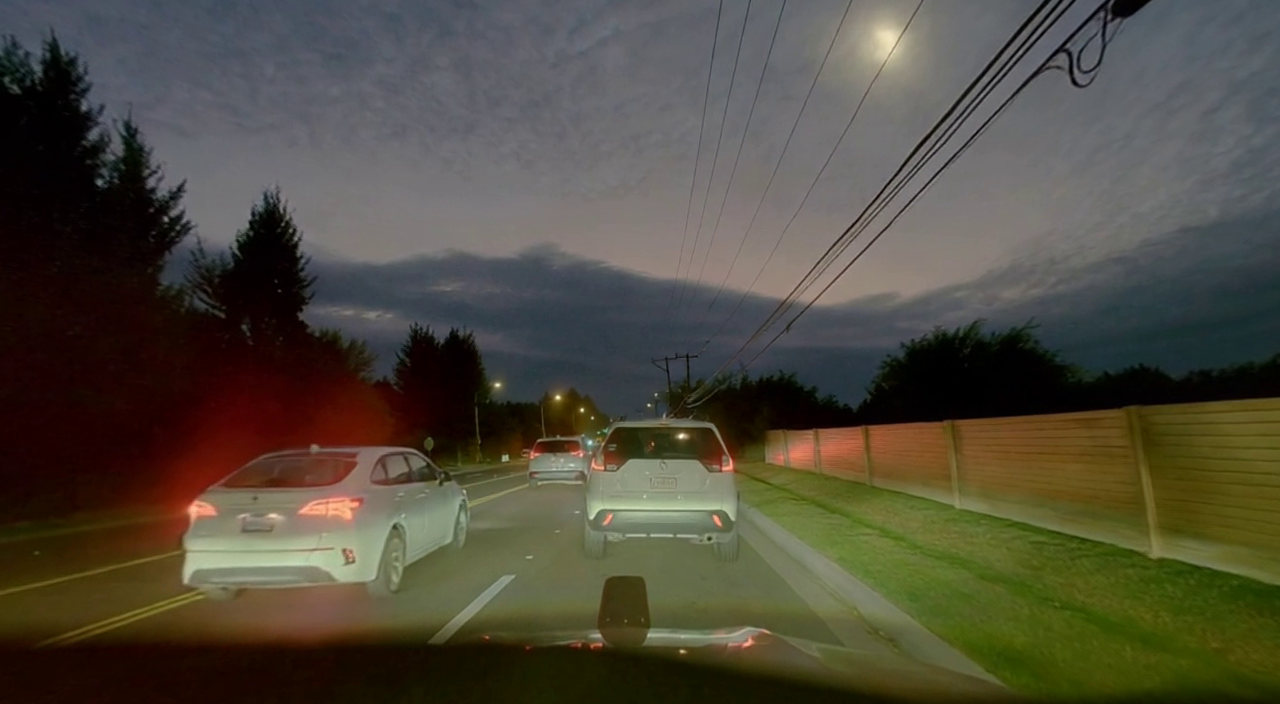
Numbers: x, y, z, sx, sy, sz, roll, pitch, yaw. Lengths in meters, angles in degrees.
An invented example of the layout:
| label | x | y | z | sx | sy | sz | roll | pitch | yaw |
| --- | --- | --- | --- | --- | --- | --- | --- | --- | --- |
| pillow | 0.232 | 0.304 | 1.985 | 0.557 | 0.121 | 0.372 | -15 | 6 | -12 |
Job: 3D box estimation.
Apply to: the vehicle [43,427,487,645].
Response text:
| label | x | y | z | sx | sy | sz | roll | pitch | yaw |
| --- | --- | --- | --- | --- | --- | --- | --- | --- | --- |
| vehicle | -3.100 | 1.577 | 6.433 | 1.979 | 1.489 | 4.006 | 0 | -9 | 1 |

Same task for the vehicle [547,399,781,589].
| label | x | y | z | sx | sy | sz | roll | pitch | yaw |
| --- | --- | --- | --- | --- | --- | --- | --- | --- | --- |
| vehicle | 0.214 | 1.634 | 8.001 | 2.174 | 1.749 | 4.113 | 0 | -9 | 0 |
